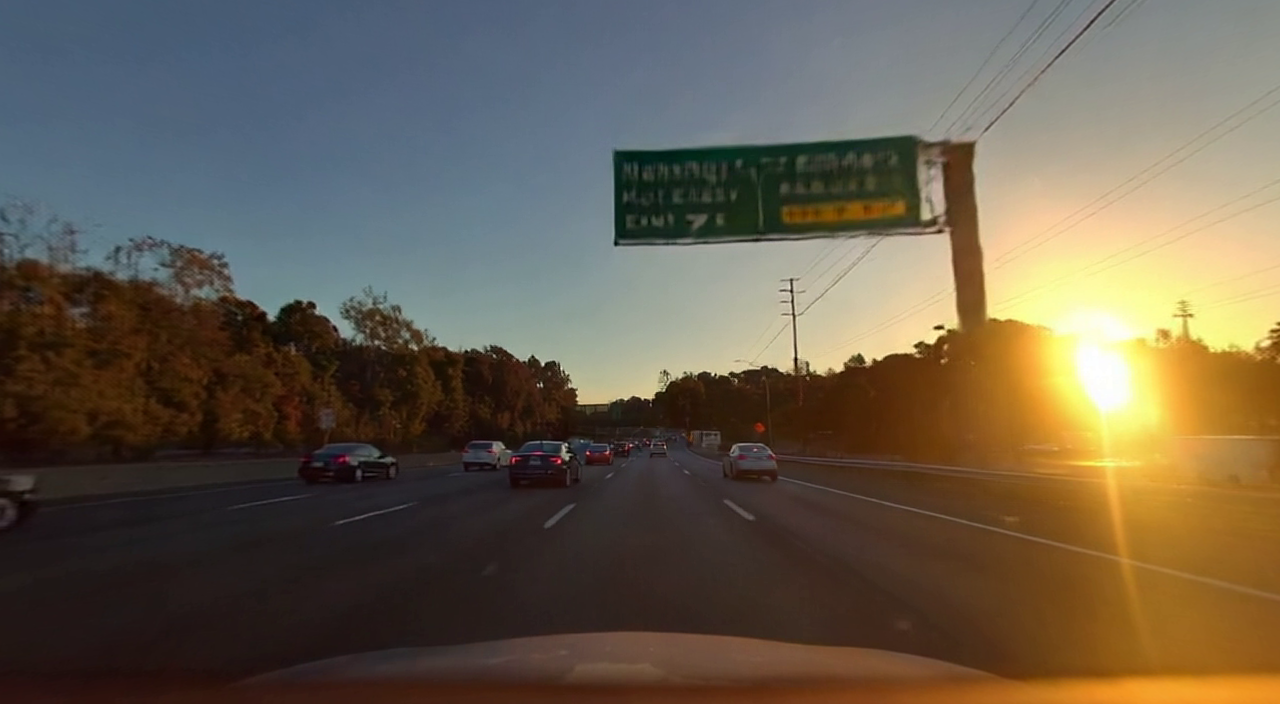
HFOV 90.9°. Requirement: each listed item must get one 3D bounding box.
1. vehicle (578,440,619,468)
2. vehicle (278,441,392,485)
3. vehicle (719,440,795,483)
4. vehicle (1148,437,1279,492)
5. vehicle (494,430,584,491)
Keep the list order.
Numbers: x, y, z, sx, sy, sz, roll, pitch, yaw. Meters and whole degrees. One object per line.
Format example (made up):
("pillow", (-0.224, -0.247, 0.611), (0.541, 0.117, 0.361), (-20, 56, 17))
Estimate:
("vehicle", (-2.567, 6.393, 39.752), (2.133, 1.668, 4.505), (0, -8, 2))
("vehicle", (-11.128, 4.054, 23.439), (1.877, 1.458, 4.543), (0, -8, 1))
("vehicle", (4.399, 4.188, 24.444), (2.022, 1.472, 4.678), (0, -8, 0))
("vehicle", (26.103, 4.857, 27.534), (5.833, 2.255, 2.187), (0, -8, 0))
("vehicle", (-3.153, 3.513, 20.760), (2.133, 1.775, 4.530), (0, -8, 1))
